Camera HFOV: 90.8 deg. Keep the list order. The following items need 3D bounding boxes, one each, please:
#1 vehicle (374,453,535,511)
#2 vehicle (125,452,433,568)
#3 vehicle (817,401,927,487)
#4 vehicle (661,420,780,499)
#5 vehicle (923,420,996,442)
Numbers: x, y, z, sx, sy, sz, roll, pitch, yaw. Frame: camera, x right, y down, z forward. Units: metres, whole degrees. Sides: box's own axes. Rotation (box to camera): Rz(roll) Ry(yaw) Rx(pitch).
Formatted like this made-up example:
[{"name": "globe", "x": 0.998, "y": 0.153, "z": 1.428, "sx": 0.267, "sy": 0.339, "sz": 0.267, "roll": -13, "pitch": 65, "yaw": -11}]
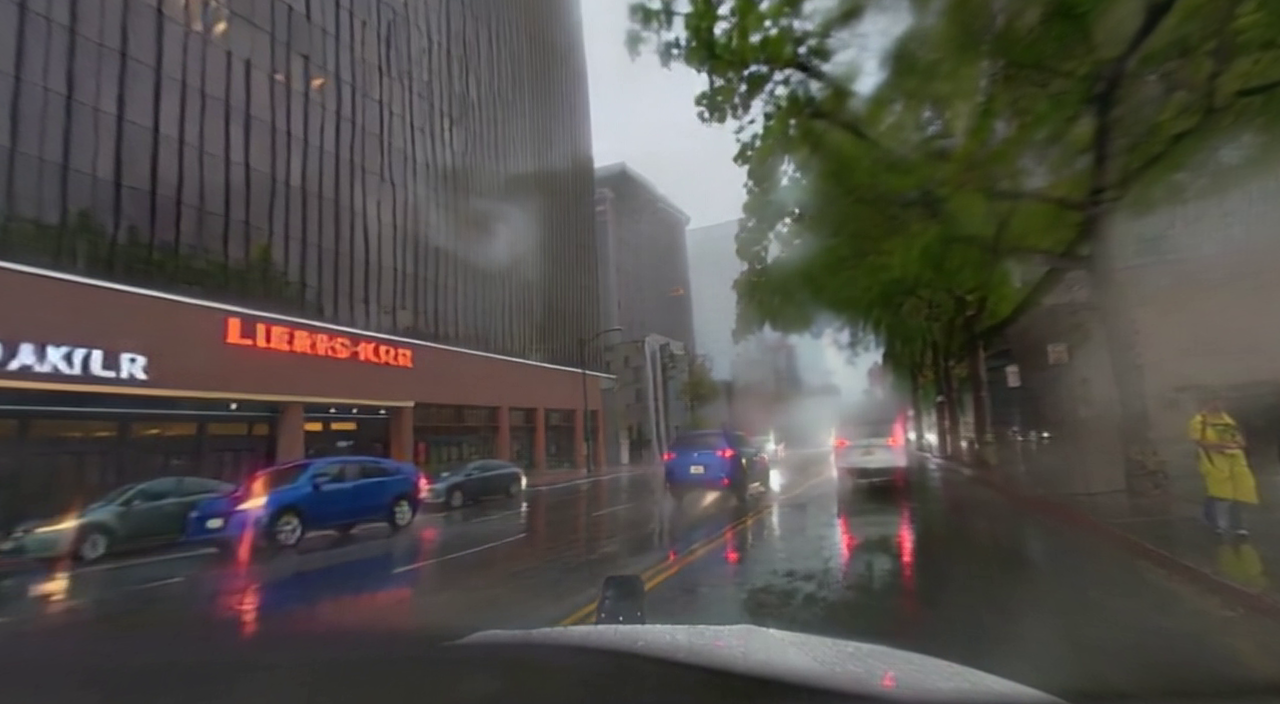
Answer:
[{"name": "vehicle", "x": -5.659, "y": 4.036, "z": 20.260, "sx": 2.103, "sy": 1.514, "sz": 5.374, "roll": -4, "pitch": -9, "yaw": 21}, {"name": "vehicle", "x": -5.926, "y": 2.573, "z": 11.171, "sx": 1.857, "sy": 1.507, "sz": 4.504, "roll": -4, "pitch": -9, "yaw": 20}, {"name": "vehicle", "x": 6.263, "y": 2.510, "z": 17.235, "sx": 2.352, "sy": 1.953, "sz": 4.796, "roll": -3, "pitch": -9, "yaw": 19}, {"name": "vehicle", "x": 2.178, "y": 2.669, "z": 16.009, "sx": 2.023, "sy": 1.702, "sz": 4.152, "roll": -4, "pitch": -9, "yaw": 20}, {"name": "vehicle", "x": 23.615, "y": 5.885, "z": 46.793, "sx": 4.426, "sy": 1.490, "sz": 1.862, "roll": -3, "pitch": -9, "yaw": 13}]
